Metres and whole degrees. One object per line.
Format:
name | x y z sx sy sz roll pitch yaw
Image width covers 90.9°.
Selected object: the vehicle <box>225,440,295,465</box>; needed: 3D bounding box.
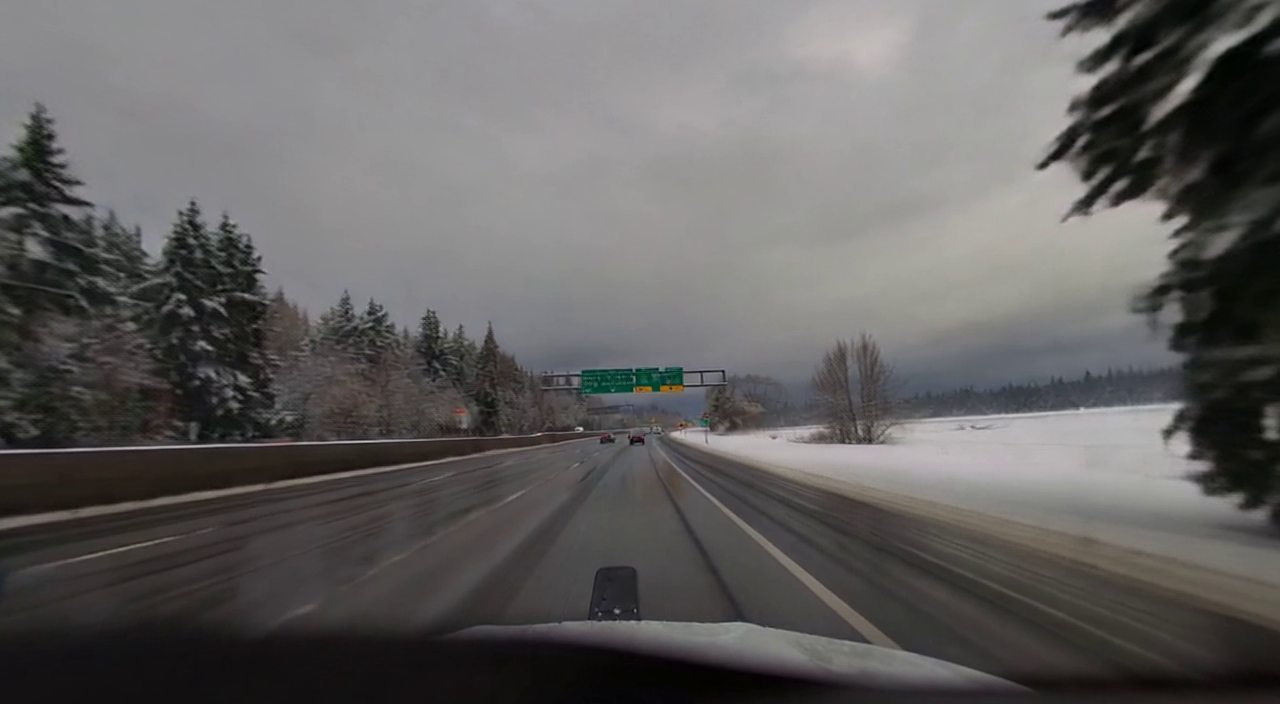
vehicle | -23.265 6.120 38.719 1.772 1.430 4.002 0 -7 0
